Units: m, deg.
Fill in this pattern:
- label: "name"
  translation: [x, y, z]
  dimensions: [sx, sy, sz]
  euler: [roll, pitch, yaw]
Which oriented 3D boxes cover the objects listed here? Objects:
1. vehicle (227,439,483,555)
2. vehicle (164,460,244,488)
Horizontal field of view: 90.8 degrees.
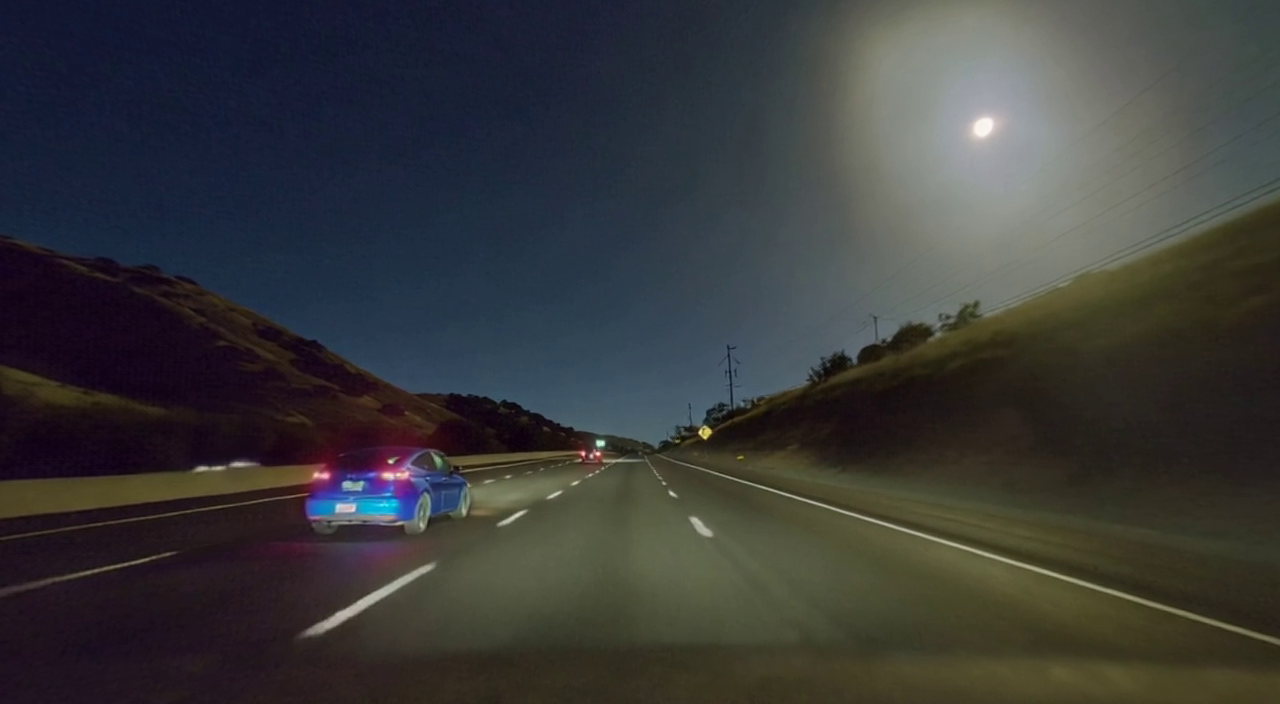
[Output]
- label: "vehicle"
  translation: [-4.363, 2.287, 10.816]
  dimensions: [2.064, 1.489, 4.966]
  euler: [0, -9, 0]
- label: "vehicle"
  translation: [-26.098, 7.281, 38.016]
  dimensions: [1.806, 1.474, 4.303]
  euler: [0, -9, -1]
